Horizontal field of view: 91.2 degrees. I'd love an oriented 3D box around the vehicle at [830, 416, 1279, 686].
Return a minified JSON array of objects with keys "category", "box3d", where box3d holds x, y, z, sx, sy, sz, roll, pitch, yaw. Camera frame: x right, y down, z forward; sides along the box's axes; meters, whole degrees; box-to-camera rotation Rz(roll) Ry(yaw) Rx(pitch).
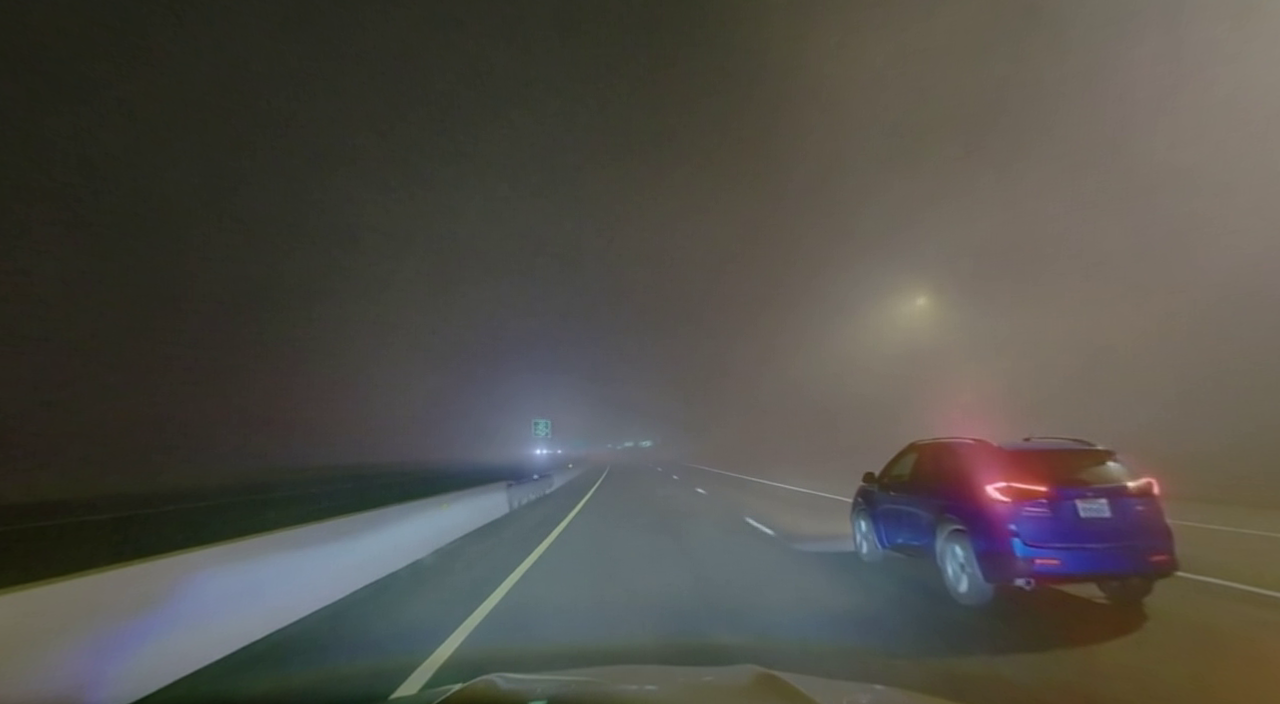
[{"category":"vehicle","box3d":[3.518,1.538,6.008,2.002,1.604,4.265,0,-9,-1]}]
